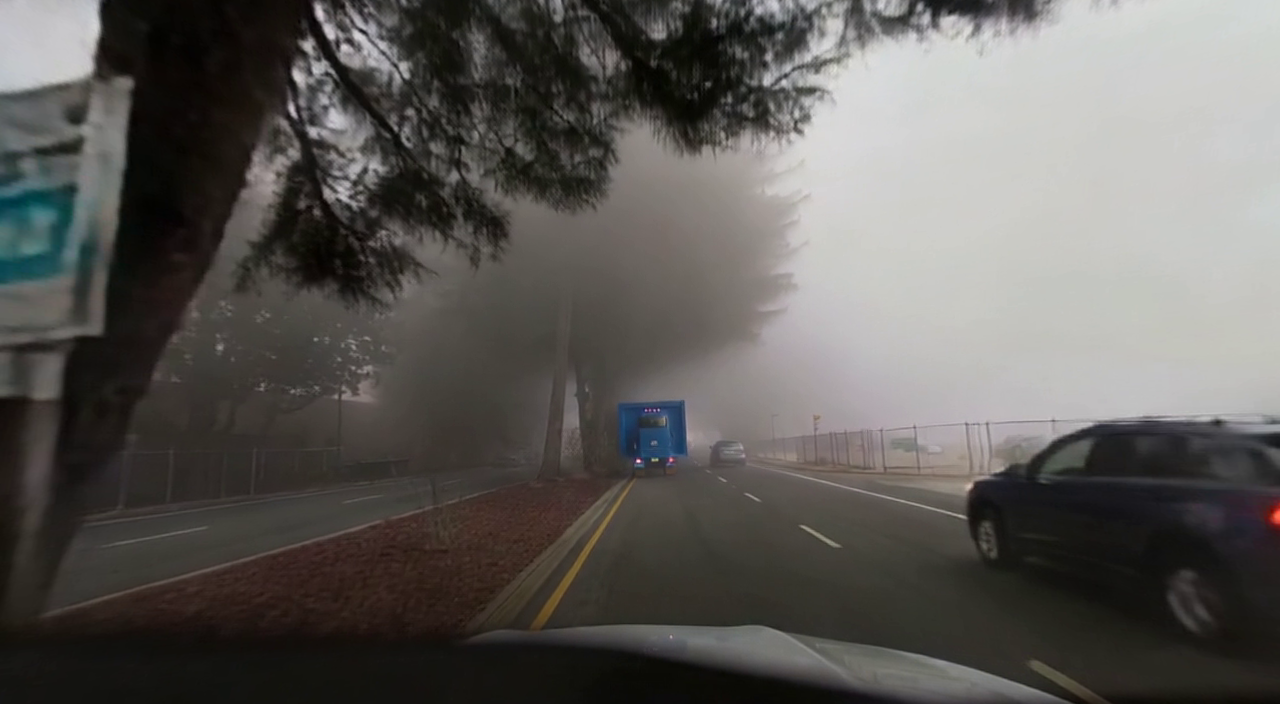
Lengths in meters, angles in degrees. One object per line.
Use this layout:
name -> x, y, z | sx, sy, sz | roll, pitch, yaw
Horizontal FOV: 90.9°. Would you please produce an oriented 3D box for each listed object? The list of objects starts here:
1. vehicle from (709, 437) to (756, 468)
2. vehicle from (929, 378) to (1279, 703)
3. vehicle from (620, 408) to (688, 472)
vehicle -> 5.375, 5.909, 37.225 | 2.151, 1.662, 4.543 | 0, -8, 1
vehicle -> 4.337, 1.230, 4.936 | 2.076, 1.661, 4.524 | 0, -8, 2
vehicle -> 0.738, 4.663, 33.181 | 3.197, 2.963, 7.055 | 0, -8, 1
